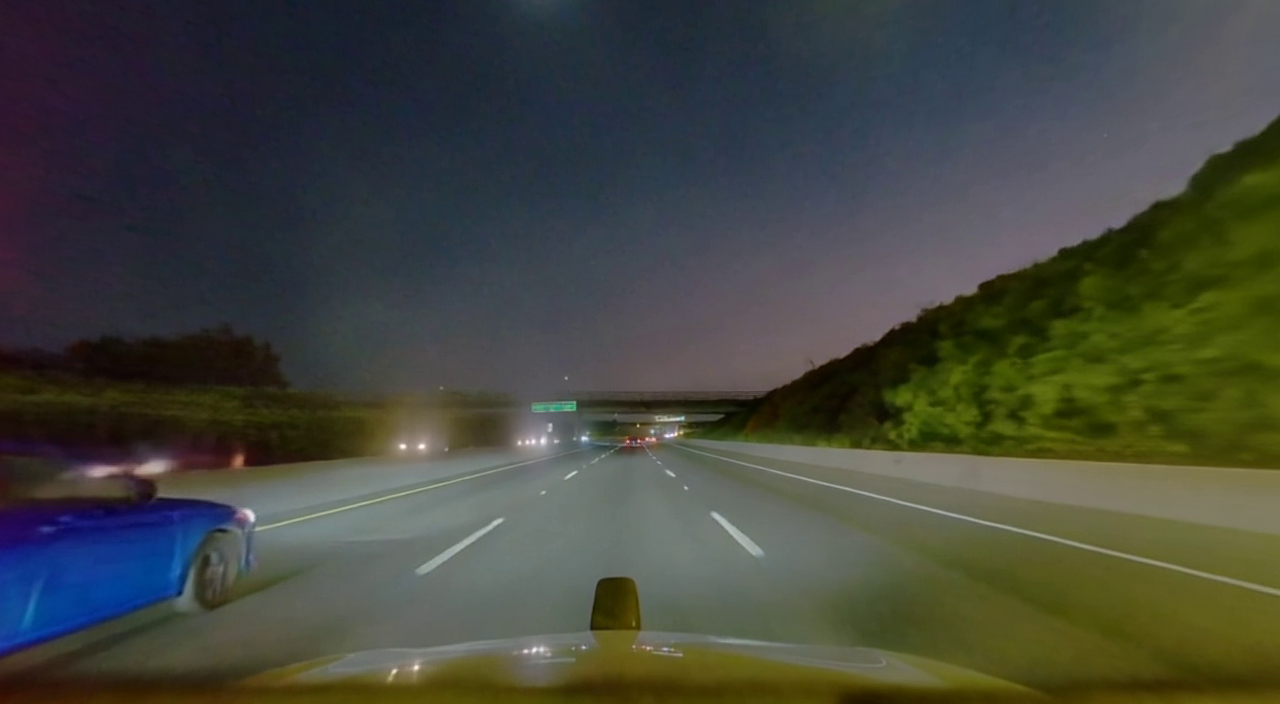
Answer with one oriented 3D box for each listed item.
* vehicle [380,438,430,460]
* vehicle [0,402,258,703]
[{"bbox_3d":[-17.041,7.007,45.907,1.922,1.482,4.386,0,-8,0],"label":"vehicle"},{"bbox_3d":[-3.965,0.960,2.822,1.981,1.475,4.084,0,-8,-1],"label":"vehicle"}]
